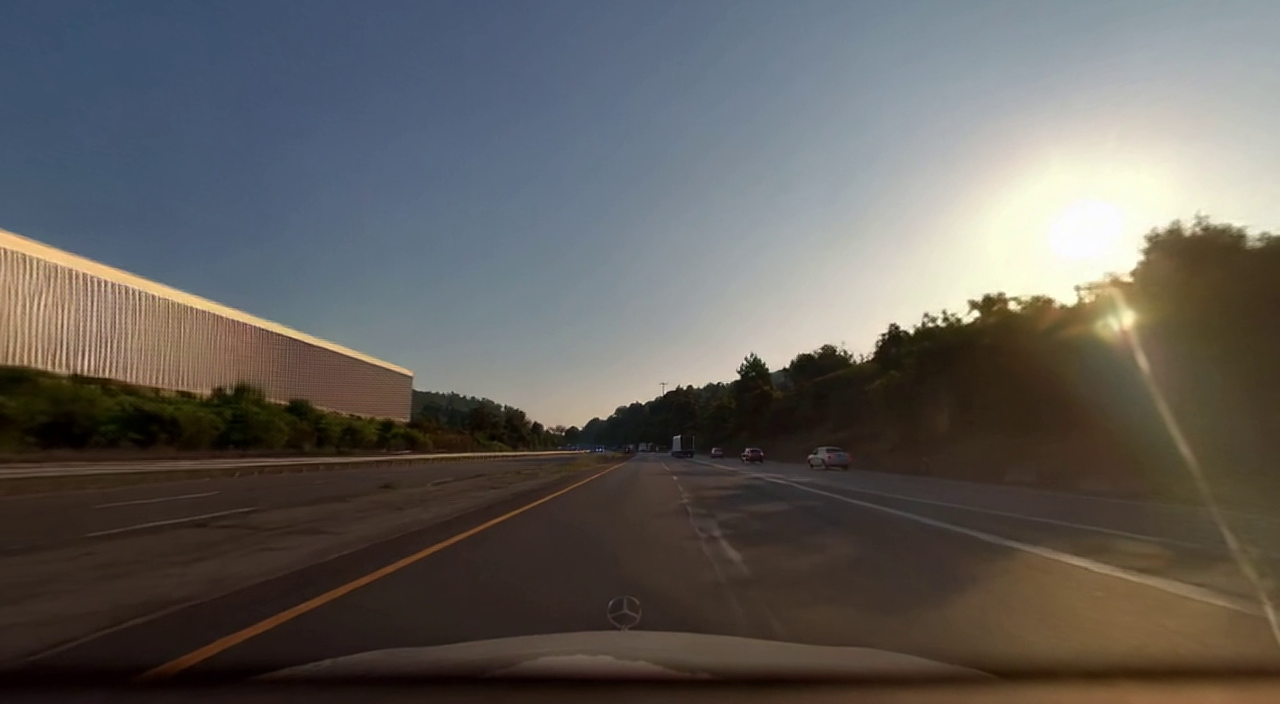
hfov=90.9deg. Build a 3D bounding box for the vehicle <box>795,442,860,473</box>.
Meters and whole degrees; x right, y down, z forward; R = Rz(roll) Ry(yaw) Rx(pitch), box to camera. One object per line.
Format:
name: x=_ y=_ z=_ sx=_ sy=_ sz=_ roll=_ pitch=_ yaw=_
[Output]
vehicle: x=10.957 y=6.211 z=37.273 sx=2.127 sy=1.646 sz=4.926 roll=0 pitch=-9 yaw=-3
